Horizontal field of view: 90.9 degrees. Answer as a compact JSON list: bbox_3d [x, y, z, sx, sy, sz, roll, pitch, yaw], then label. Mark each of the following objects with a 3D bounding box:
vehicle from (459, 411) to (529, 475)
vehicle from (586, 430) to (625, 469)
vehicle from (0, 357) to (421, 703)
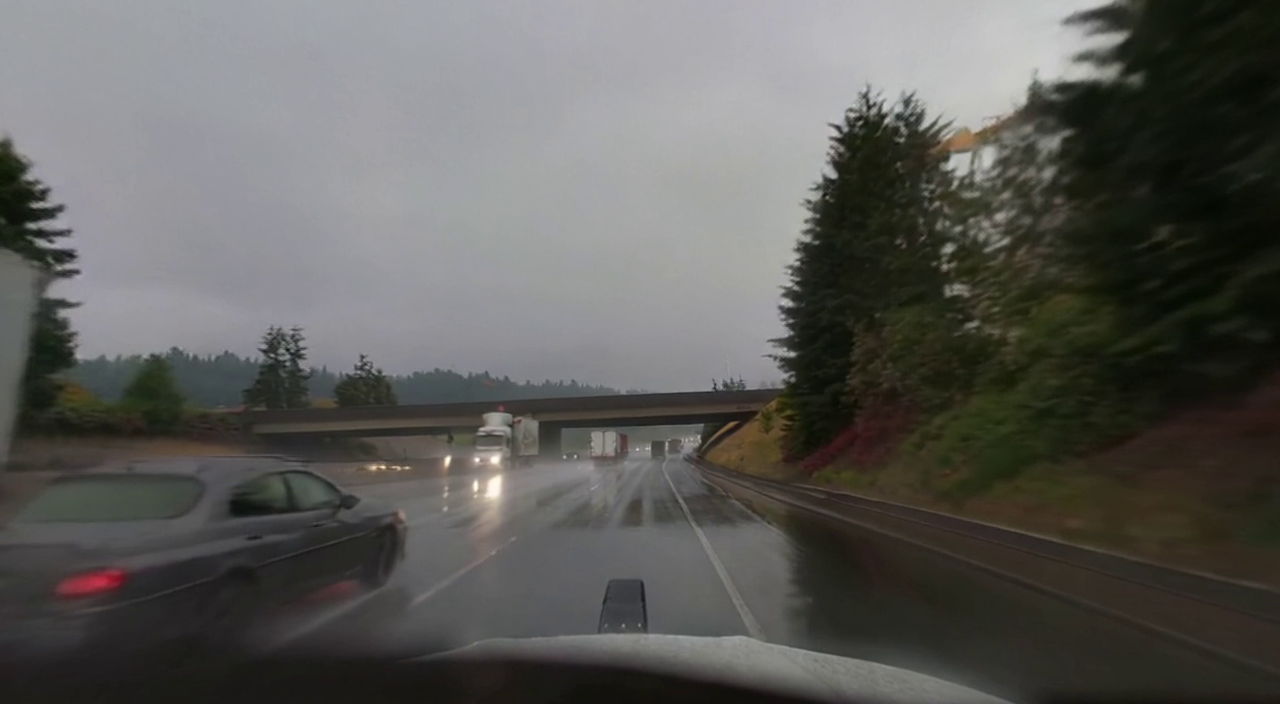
[{"bbox_3d":[-9.544,6.067,41.925,3.012,3.952,5.836,-1,-9,2],"label":"vehicle"},{"bbox_3d":[-2.616,7.626,49.173,2.565,2.771,6.641,0,-9,1],"label":"vehicle"},{"bbox_3d":[-3.316,1.145,4.290,2.194,1.648,3.984,0,-9,0],"label":"vehicle"}]
